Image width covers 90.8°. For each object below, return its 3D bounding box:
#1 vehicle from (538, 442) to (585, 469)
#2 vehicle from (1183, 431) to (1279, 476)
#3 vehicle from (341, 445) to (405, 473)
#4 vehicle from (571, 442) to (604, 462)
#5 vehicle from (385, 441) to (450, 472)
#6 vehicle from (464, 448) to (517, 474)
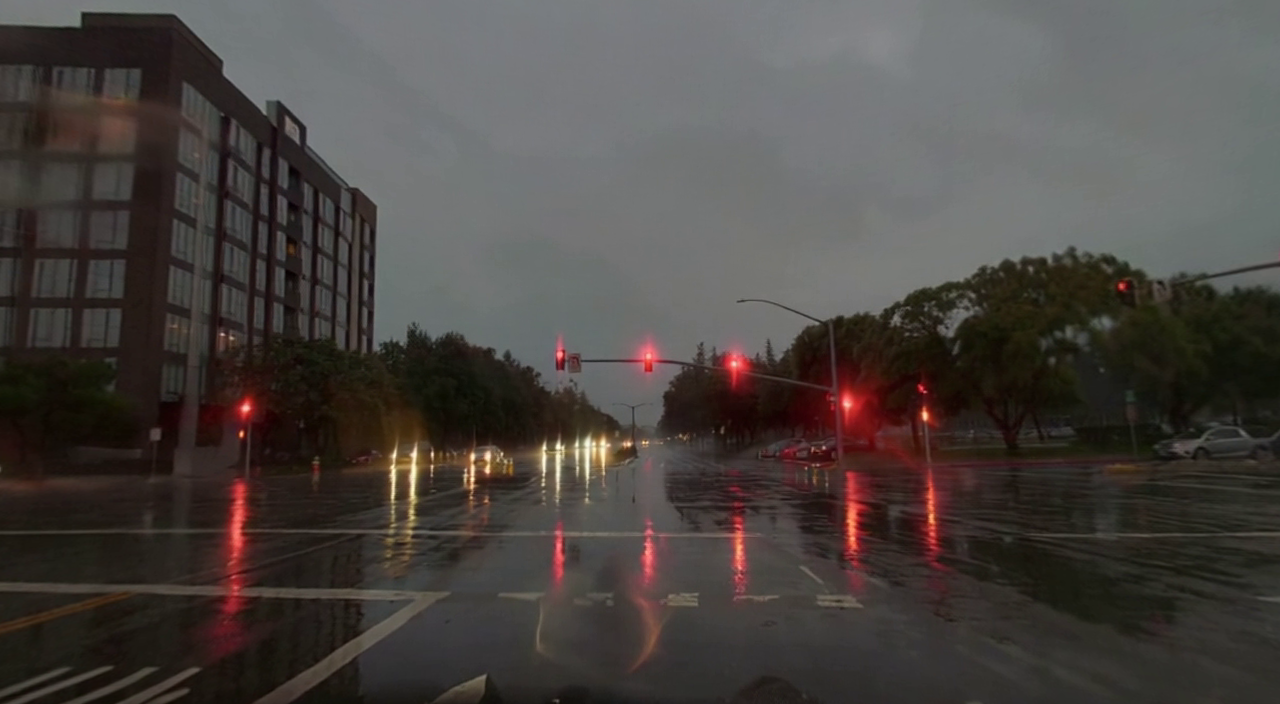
[{"bbox_3d":[-4.558,6.072,37.236,2.109,1.461,4.637,0,-9,1],"label":"vehicle"},{"bbox_3d":[22.328,3.567,22.354,4.474,1.477,1.908,0,-9,-3],"label":"vehicle"},{"bbox_3d":[-18.532,7.413,44.083,2.237,1.842,5.116,0,-9,0],"label":"vehicle"},{"bbox_3d":[-4.040,7.832,49.458,2.115,1.445,4.864,0,-9,1],"label":"vehicle"},{"bbox_3d":[-15.123,7.124,43.262,2.340,1.946,5.450,-1,-9,1],"label":"vehicle"},{"bbox_3d":[-7.940,5.802,33.952,1.910,1.288,4.093,0,-9,-1],"label":"vehicle"}]
